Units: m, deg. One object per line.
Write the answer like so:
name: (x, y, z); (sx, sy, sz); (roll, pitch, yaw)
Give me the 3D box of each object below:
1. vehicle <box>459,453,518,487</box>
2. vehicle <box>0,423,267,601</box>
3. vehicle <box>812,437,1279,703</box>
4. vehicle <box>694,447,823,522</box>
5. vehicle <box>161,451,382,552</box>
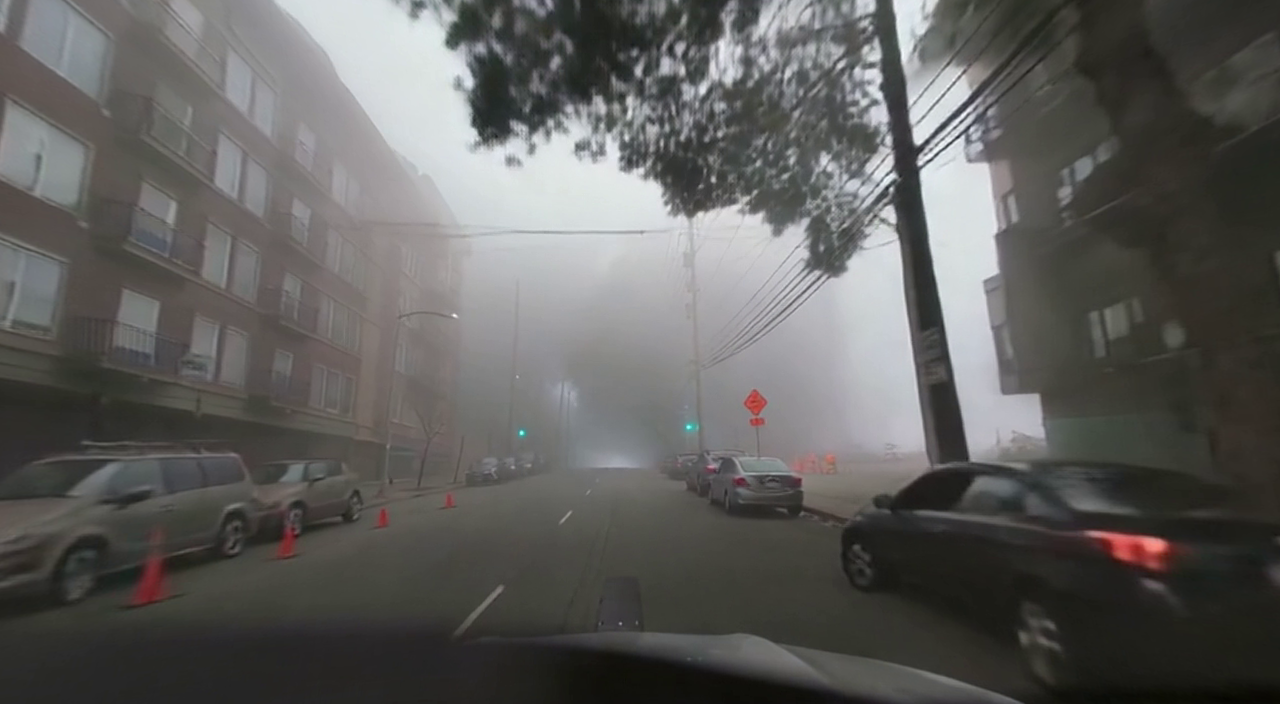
vehicle: (-7.229, 5.640, 30.562); (1.968, 1.450, 4.271); (0, -8, -3)
vehicle: (-7.806, 1.774, 7.361); (5.507, 1.819, 2.077); (2, -9, -16)
vehicle: (3.132, 1.377, 4.589); (2.077, 1.445, 4.897); (0, -8, -4)
vehicle: (2.613, 3.057, 15.267); (2.010, 1.499, 4.754); (0, -8, -2)
vehicle: (-6.726, 2.714, 12.225); (1.900, 1.520, 4.320); (0, -8, -4)
